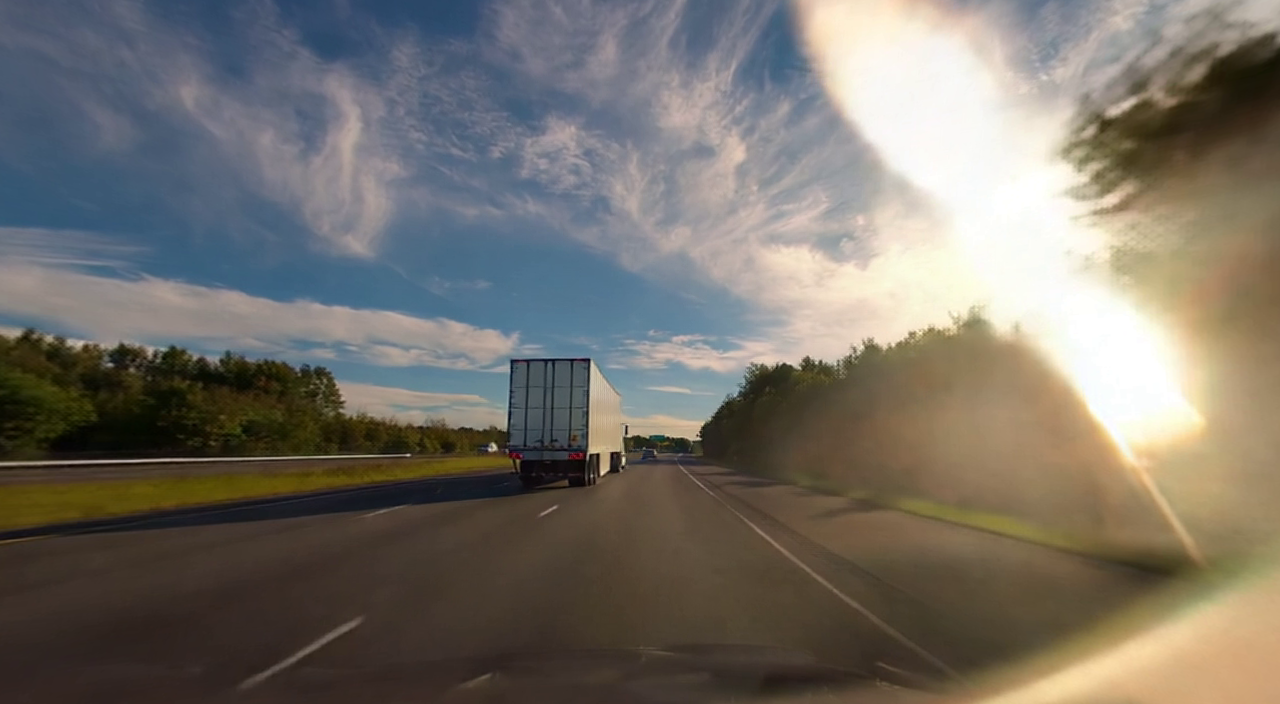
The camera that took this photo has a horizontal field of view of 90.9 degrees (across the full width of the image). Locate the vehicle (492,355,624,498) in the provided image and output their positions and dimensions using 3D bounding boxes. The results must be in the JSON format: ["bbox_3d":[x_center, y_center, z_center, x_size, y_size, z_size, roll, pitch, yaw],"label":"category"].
[{"bbox_3d":[-2.506,3.213,25.230,2.851,4.098,14.436,0,-9,2],"label":"vehicle"}]
